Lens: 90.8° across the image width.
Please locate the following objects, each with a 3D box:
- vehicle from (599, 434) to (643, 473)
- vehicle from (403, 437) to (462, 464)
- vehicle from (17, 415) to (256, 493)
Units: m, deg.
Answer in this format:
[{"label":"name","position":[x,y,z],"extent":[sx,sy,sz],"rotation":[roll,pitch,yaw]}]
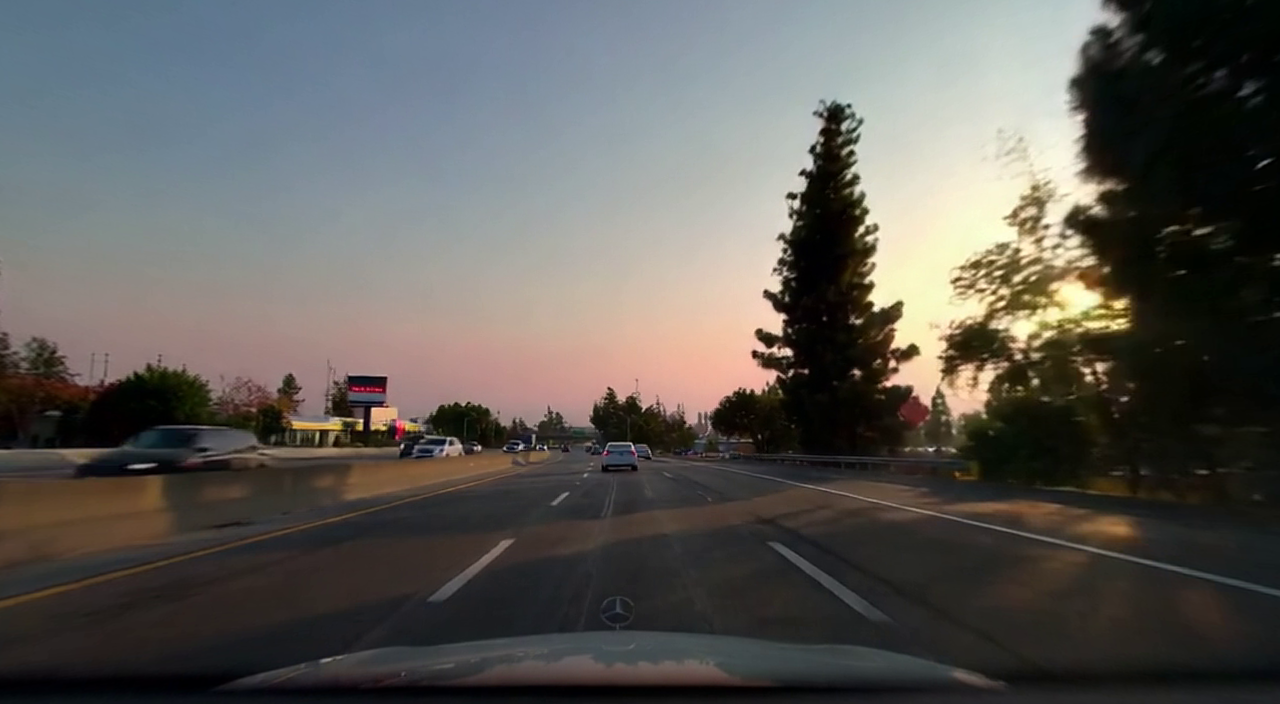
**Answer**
[{"label":"vehicle","position":[-1.045,5.325,33.193],"extent":[2.155,1.856,4.796],"rotation":[0,-9,-3]},{"label":"vehicle","position":[-12.385,5.943,38.095],"extent":[2.059,1.520,4.674],"rotation":[0,-9,-1]},{"label":"vehicle","position":[-11.692,2.425,15.217],"extent":[2.126,1.572,4.415],"rotation":[0,-9,-1]}]
